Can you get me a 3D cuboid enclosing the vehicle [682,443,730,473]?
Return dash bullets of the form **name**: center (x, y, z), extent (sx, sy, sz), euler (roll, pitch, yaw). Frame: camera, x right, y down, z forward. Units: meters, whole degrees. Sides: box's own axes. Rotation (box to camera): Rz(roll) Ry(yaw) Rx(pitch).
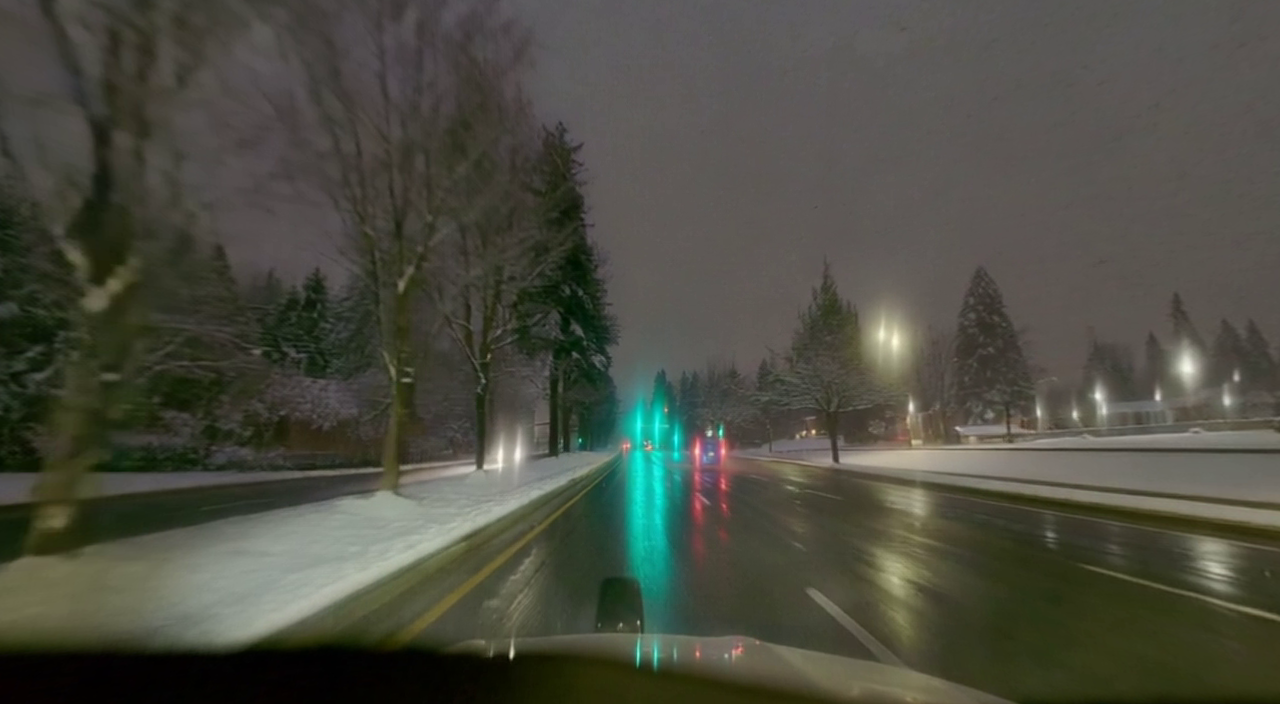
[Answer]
- **vehicle**: center (3.420, 5.586, 33.584), extent (2.056, 1.483, 4.091), euler (0, -8, -1)
